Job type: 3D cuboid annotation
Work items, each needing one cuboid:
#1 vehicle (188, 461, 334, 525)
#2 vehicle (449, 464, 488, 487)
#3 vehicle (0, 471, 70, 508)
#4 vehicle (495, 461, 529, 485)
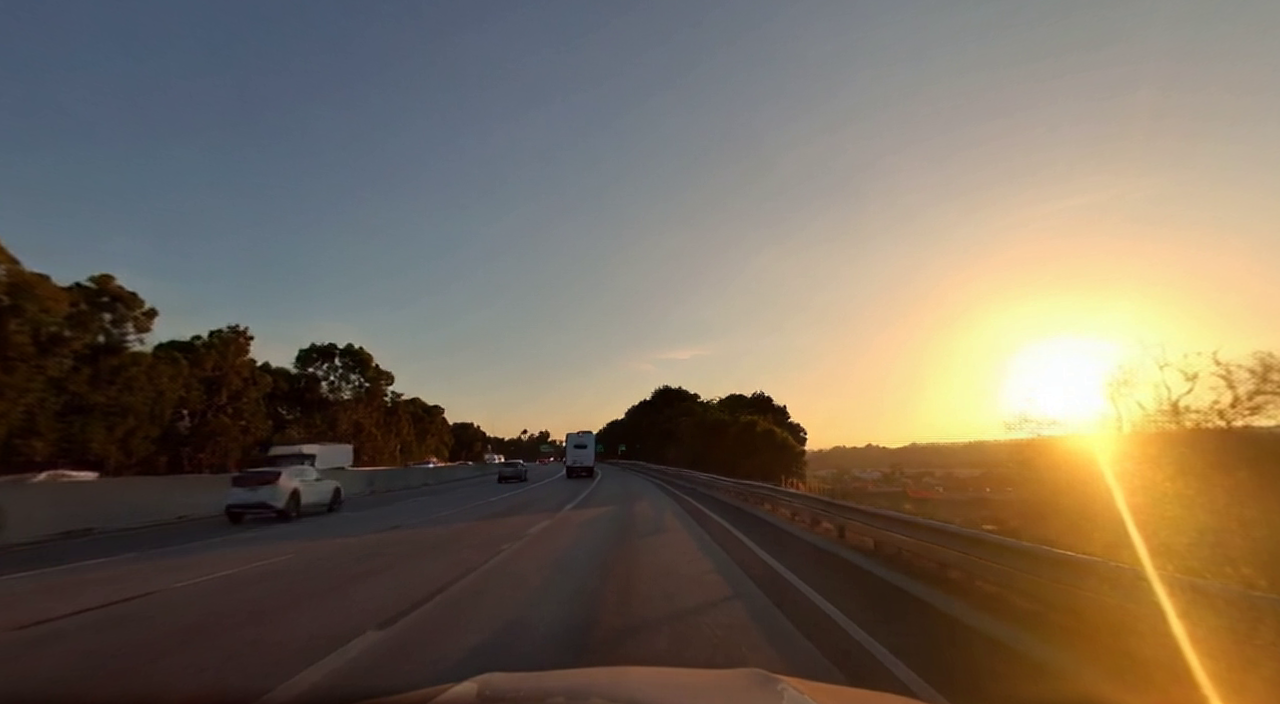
[{"bbox_3d":[-12.333,4.576,20.964,2.005,1.774,4.610,0,-9,0],"label":"vehicle"},{"bbox_3d":[-13.019,9.361,48.026,1.872,1.536,4.134,0,-9,-1],"label":"vehicle"},{"bbox_3d":[-28.436,6.110,27.987,1.854,1.500,4.763,0,-9,-2],"label":"vehicle"},{"bbox_3d":[-8.955,8.488,44.245,1.778,1.560,3.030,0,-9,-2],"label":"vehicle"}]
